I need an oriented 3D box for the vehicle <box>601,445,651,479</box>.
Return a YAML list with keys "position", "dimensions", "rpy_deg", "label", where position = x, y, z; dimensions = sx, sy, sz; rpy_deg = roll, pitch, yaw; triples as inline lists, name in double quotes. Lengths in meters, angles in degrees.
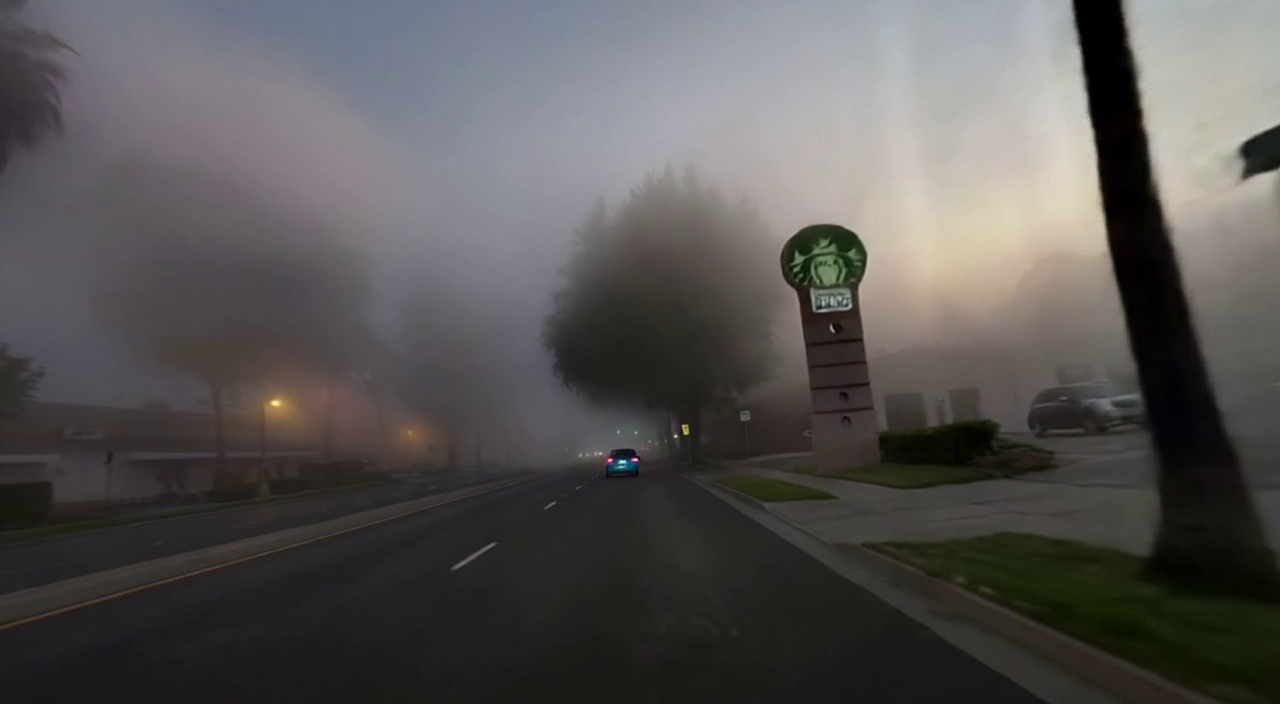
- position: [-0.623, 5.136, 29.779]
  dimensions: [2.156, 1.462, 4.495]
  rpy_deg: [0, -8, 0]
  label: "vehicle"
